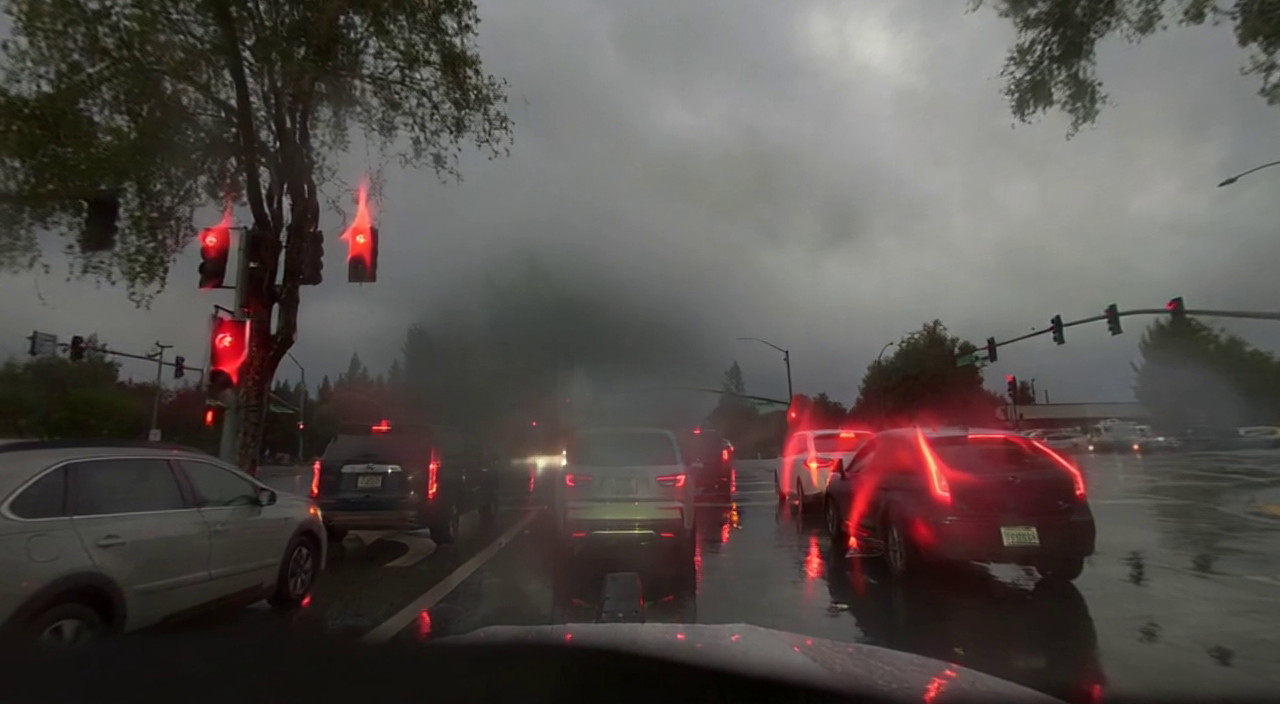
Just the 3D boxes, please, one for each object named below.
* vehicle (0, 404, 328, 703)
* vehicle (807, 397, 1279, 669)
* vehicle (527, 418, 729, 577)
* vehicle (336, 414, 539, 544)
[{"bbox_3d":[-3.345,0.950,2.369,1.863,1.495,4.667,0,-8,2],"label":"vehicle"},{"bbox_3d":[3.236,1.443,6.194,2.006,1.659,4.462,0,-8,1],"label":"vehicle"},{"bbox_3d":[-0.094,1.802,8.553,2.106,1.655,3.717,0,-8,1],"label":"vehicle"},{"bbox_3d":[-3.217,2.119,11.164,2.048,1.805,4.405,0,-8,1],"label":"vehicle"}]
